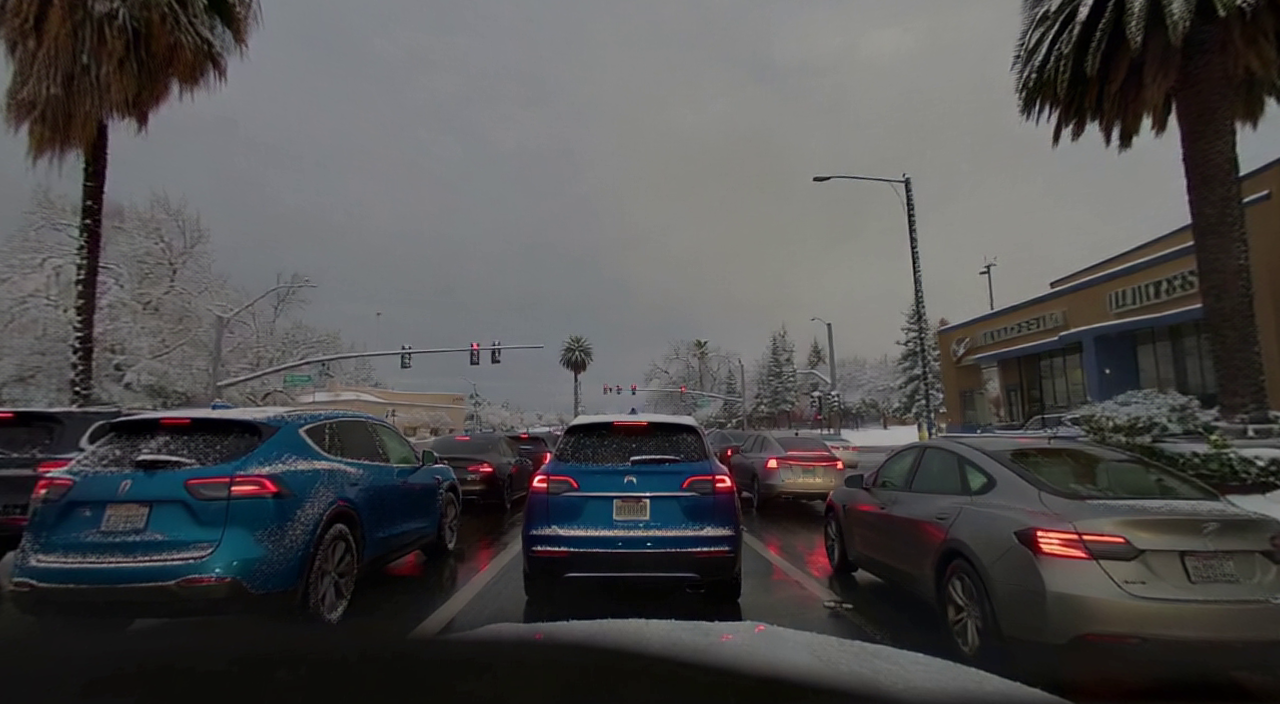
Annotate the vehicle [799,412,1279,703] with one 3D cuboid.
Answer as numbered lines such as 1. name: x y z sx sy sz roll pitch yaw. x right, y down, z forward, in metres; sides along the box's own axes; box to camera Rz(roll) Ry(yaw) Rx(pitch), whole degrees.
1. vehicle: 2.970 1.372 5.260 2.017 1.491 4.611 0 -8 -1

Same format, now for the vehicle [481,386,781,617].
1. vehicle: -0.127 1.462 7.069 2.280 1.747 4.361 0 -8 -2

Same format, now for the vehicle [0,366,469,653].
1. vehicle: -3.339 1.282 6.133 2.014 1.755 4.360 0 -8 1
